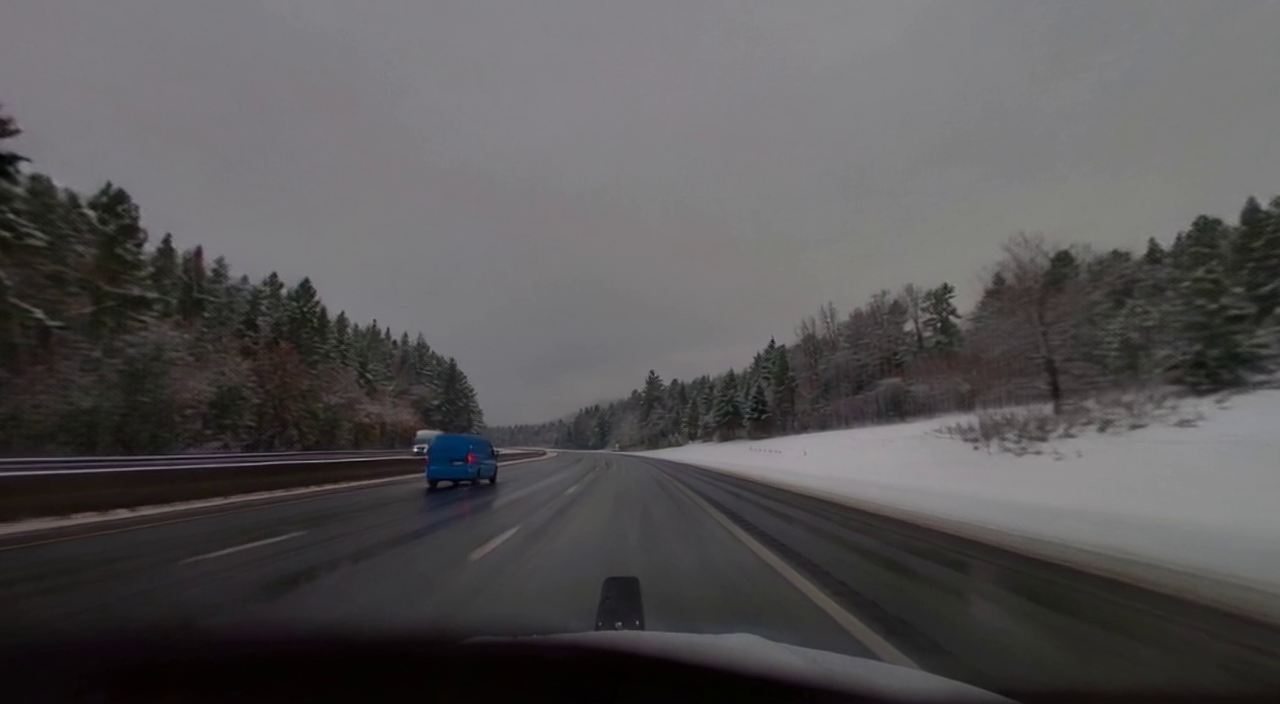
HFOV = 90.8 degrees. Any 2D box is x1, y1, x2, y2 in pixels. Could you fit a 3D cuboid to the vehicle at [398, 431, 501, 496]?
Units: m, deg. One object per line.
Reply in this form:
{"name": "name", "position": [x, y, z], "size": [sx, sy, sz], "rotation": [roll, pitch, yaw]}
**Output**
{"name": "vehicle", "position": [-6.648, 3.969, 22.726], "size": [2.197, 2.038, 4.919], "rotation": [0, -9, 0]}
